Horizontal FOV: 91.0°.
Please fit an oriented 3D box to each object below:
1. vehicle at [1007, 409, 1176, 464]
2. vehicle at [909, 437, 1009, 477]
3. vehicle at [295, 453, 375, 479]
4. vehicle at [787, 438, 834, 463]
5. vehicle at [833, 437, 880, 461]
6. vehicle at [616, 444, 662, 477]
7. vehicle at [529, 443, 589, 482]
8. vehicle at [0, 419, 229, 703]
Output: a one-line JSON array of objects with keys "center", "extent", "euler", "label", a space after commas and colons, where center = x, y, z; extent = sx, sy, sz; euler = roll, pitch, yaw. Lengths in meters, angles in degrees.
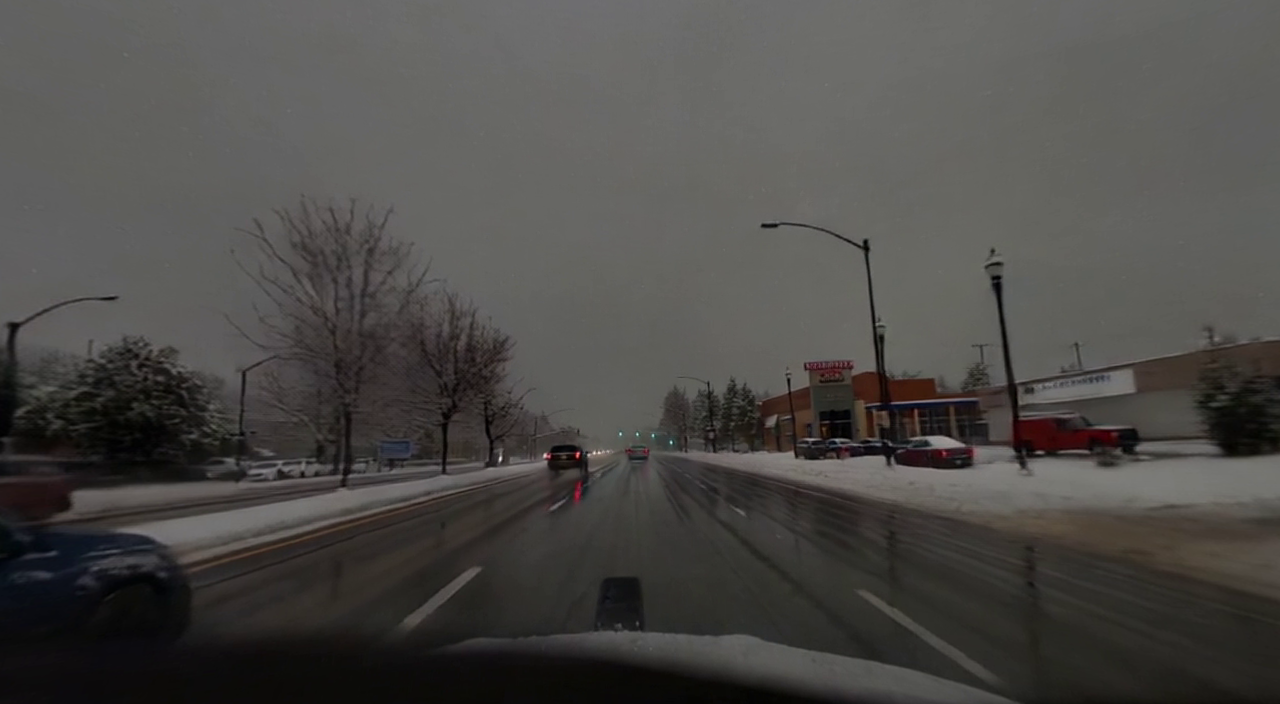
[{"center": [19.980, 3.828, 28.253], "extent": [5.511, 2.262, 2.351], "euler": [-2, -9, 15], "label": "vehicle"}, {"center": [13.324, 4.388, 26.656], "extent": [1.914, 1.523, 4.747], "euler": [0, -9, 2], "label": "vehicle"}, {"center": [-22.512, 8.398, 46.583], "extent": [4.798, 1.823, 2.010], "euler": [-1, -9, 3], "label": "vehicle"}, {"center": [13.003, 7.545, 48.435], "extent": [2.072, 1.769, 5.000], "euler": [0, -9, -2], "label": "vehicle"}, {"center": [16.240, 7.306, 47.412], "extent": [1.930, 1.713, 4.756], "euler": [0, -9, 1], "label": "vehicle"}, {"center": [-0.075, 5.065, 29.675], "extent": [2.019, 1.459, 4.005], "euler": [0, -9, 0], "label": "vehicle"}, {"center": [-3.305, 4.632, 26.617], "extent": [1.939, 1.496, 4.309], "euler": [0, -9, 0], "label": "vehicle"}, {"center": [-3.646, 0.911, 1.789], "extent": [2.003, 1.488, 4.282], "euler": [0, -9, 1], "label": "vehicle"}]
